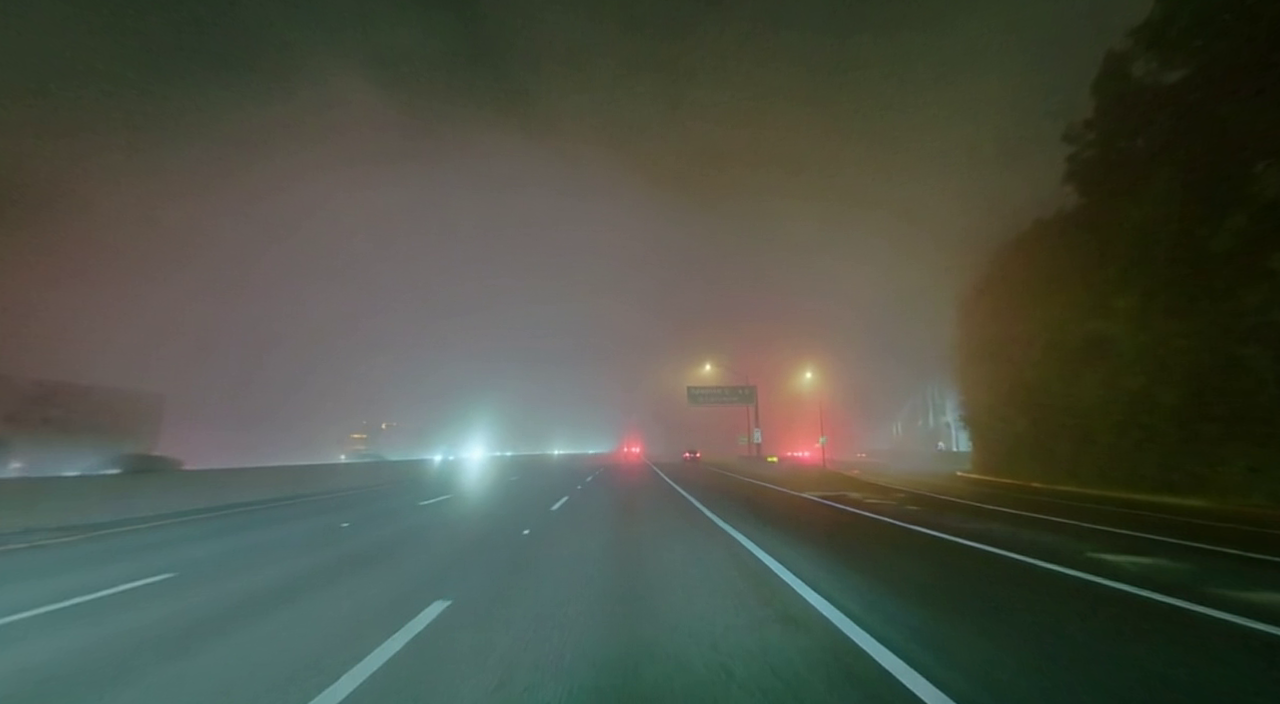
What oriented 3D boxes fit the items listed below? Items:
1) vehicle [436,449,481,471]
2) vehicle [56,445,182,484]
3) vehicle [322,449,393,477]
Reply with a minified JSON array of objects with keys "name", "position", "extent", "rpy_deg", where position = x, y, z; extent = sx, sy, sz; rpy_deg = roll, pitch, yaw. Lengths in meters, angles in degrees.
[{"name":"vehicle","position":[-13.264,7.889,46.366],"extent":[1.985,1.447,4.438],"rpy_deg":[0,-9,0]},{"name":"vehicle","position":[-24.658,5.301,30.188],"extent":[1.911,1.685,4.614],"rpy_deg":[-1,-9,3]},{"name":"vehicle","position":[-16.093,6.339,36.263],"extent":[1.929,1.459,4.504],"rpy_deg":[0,-9,0]}]
